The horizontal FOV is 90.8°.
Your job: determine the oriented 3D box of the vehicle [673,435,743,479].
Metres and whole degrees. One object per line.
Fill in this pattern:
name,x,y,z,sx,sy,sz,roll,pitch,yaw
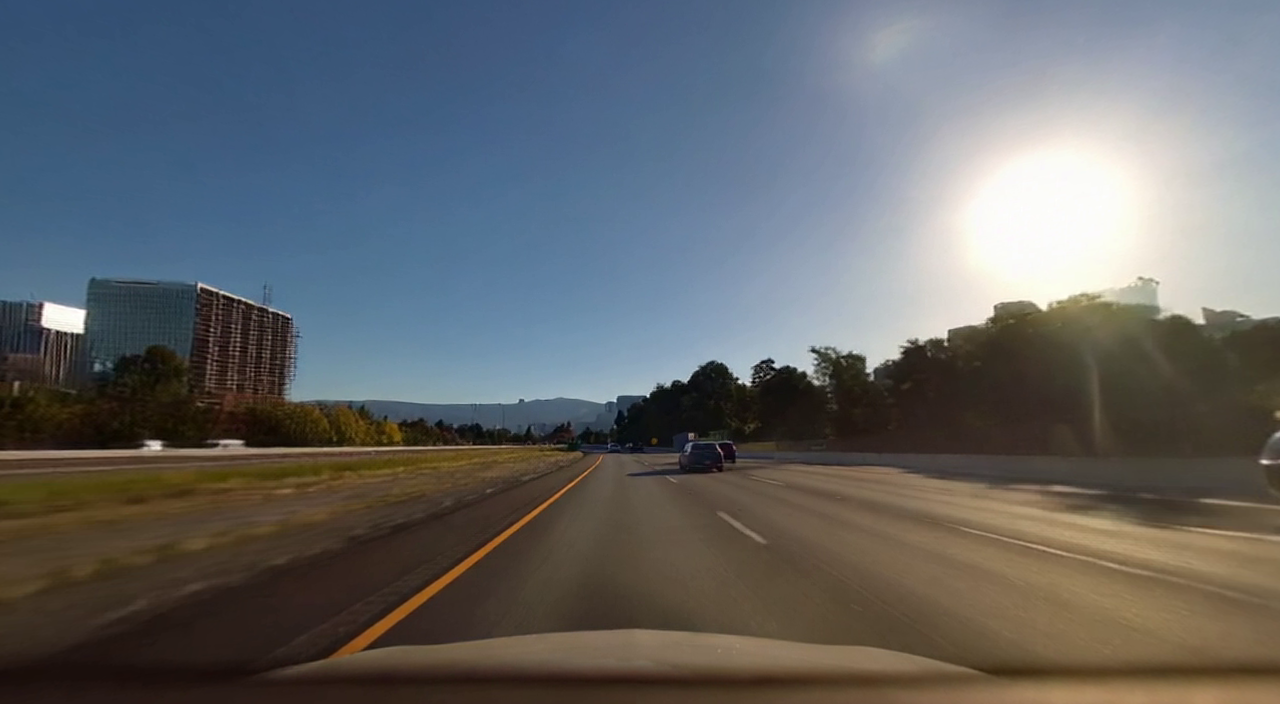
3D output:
vehicle,2.826,4.510,27.330,2.305,1.729,4.526,0,-8,-3

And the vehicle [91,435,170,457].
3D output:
vehicle,-39.706,7.359,49.383,1.961,1.569,5.189,0,-8,-2
